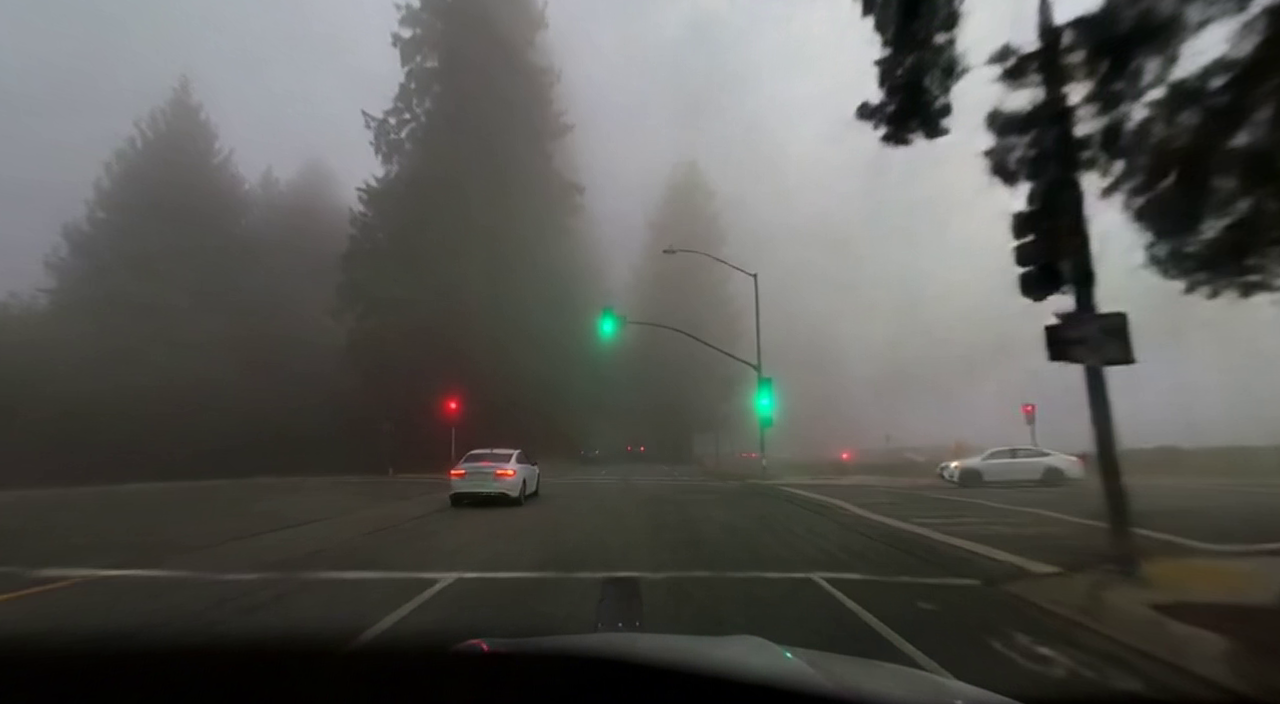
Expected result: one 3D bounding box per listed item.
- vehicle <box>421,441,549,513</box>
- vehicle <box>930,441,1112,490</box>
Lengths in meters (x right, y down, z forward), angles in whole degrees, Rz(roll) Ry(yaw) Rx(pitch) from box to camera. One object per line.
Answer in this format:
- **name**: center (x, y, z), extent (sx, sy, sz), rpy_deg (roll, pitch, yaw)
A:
- **vehicle**: center (-3.541, 2.922, 15.364), extent (1.968, 1.459, 4.433), rpy_deg (0, -8, 0)
- **vehicle**: center (12.076, 3.605, 20.214), extent (4.632, 1.473, 1.889), rpy_deg (1, -8, -3)
